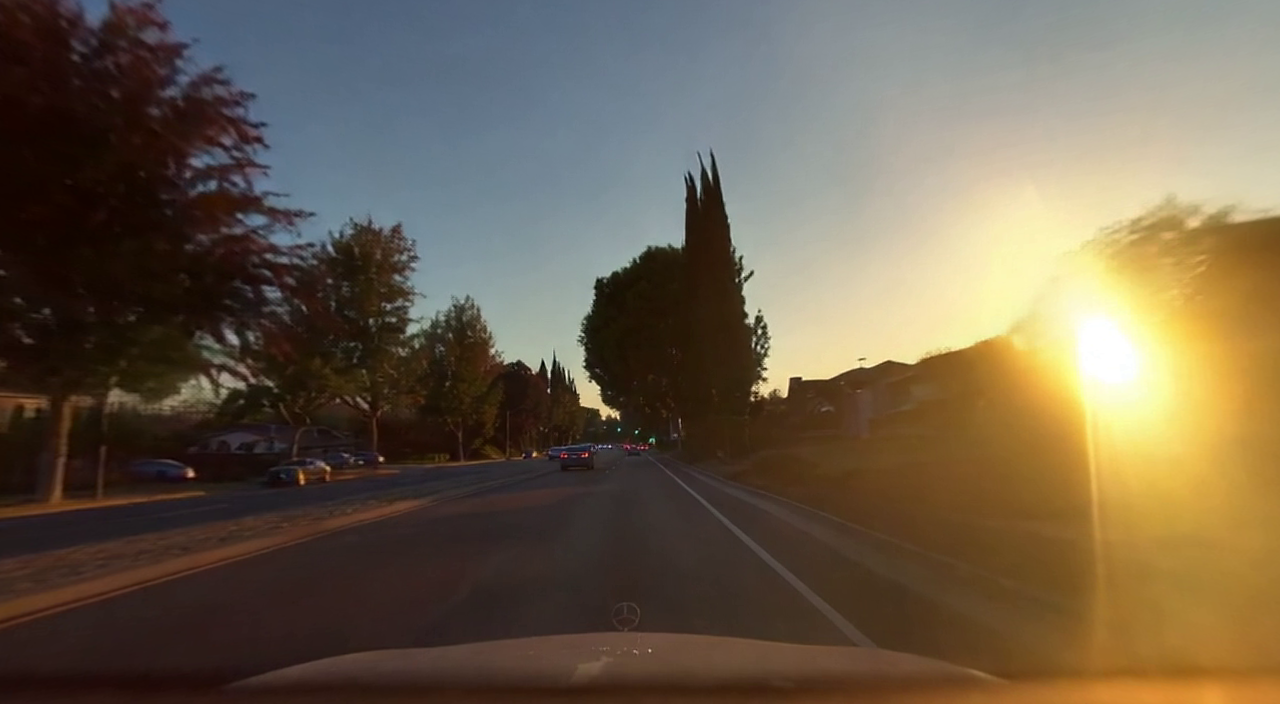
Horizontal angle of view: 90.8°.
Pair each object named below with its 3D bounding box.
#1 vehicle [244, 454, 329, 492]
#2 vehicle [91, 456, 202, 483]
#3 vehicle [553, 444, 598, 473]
[{"bbox_3d":[-17.701,6.012,31.860,1.900,1.474,4.431,-4,-7,-2],"label":"vehicle"},{"bbox_3d":[-28.922,6.895,37.173,4.612,1.454,2.016,1,-8,-8],"label":"vehicle"},{"bbox_3d":[-3.450,5.743,34.363,1.992,1.447,4.044,0,-8,0],"label":"vehicle"}]
